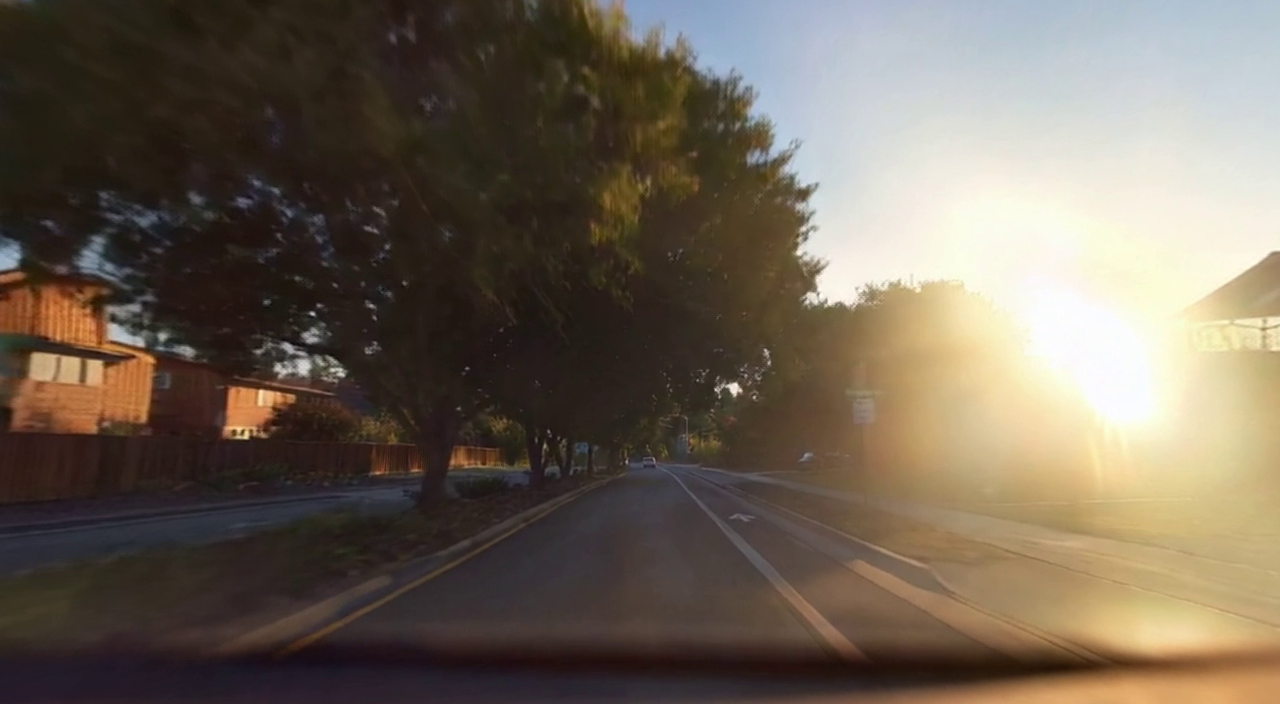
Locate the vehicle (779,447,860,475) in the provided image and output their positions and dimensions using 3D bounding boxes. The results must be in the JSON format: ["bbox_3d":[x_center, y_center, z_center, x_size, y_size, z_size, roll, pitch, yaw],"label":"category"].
[{"bbox_3d":[12.175,7.417,42.782,4.807,1.865,2.160,0,-9,1],"label":"vehicle"}]
